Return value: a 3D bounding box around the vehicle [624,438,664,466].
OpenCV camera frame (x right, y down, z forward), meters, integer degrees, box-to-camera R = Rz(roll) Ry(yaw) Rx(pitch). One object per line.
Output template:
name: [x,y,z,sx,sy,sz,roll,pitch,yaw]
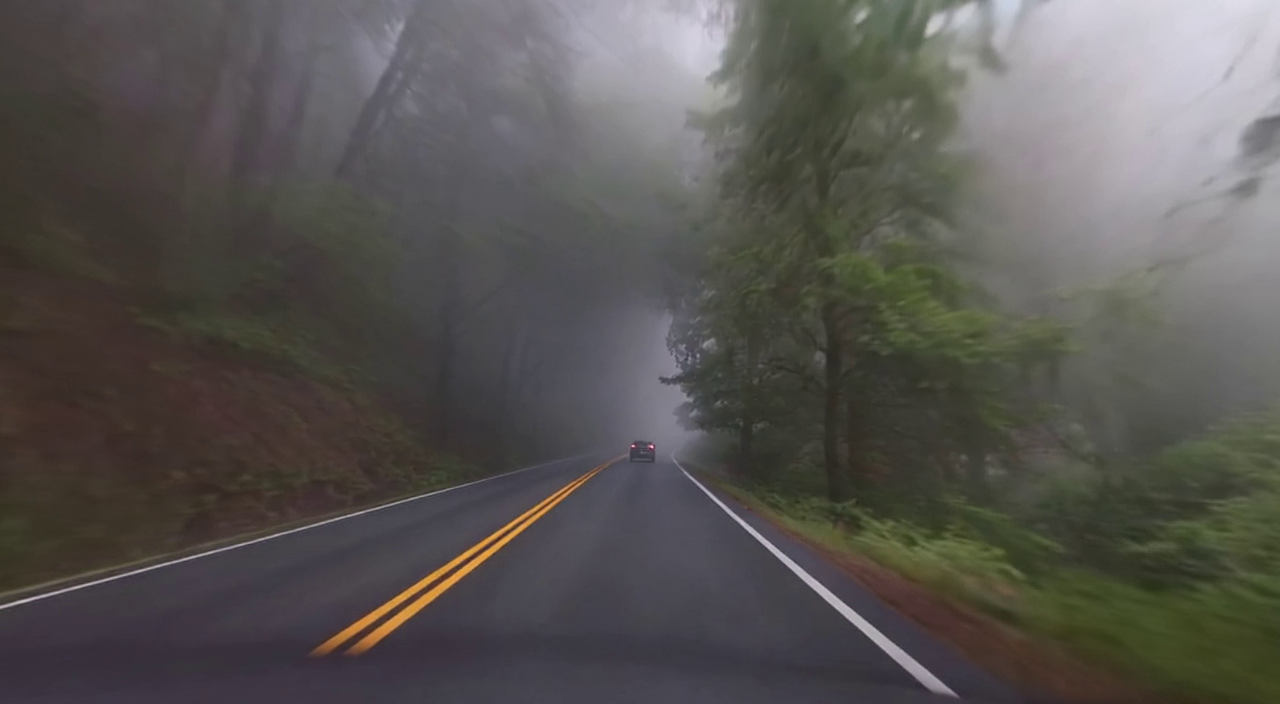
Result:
vehicle: [0.241,5.733,36.446,2.120,1.491,4.349,0,-8,1]
